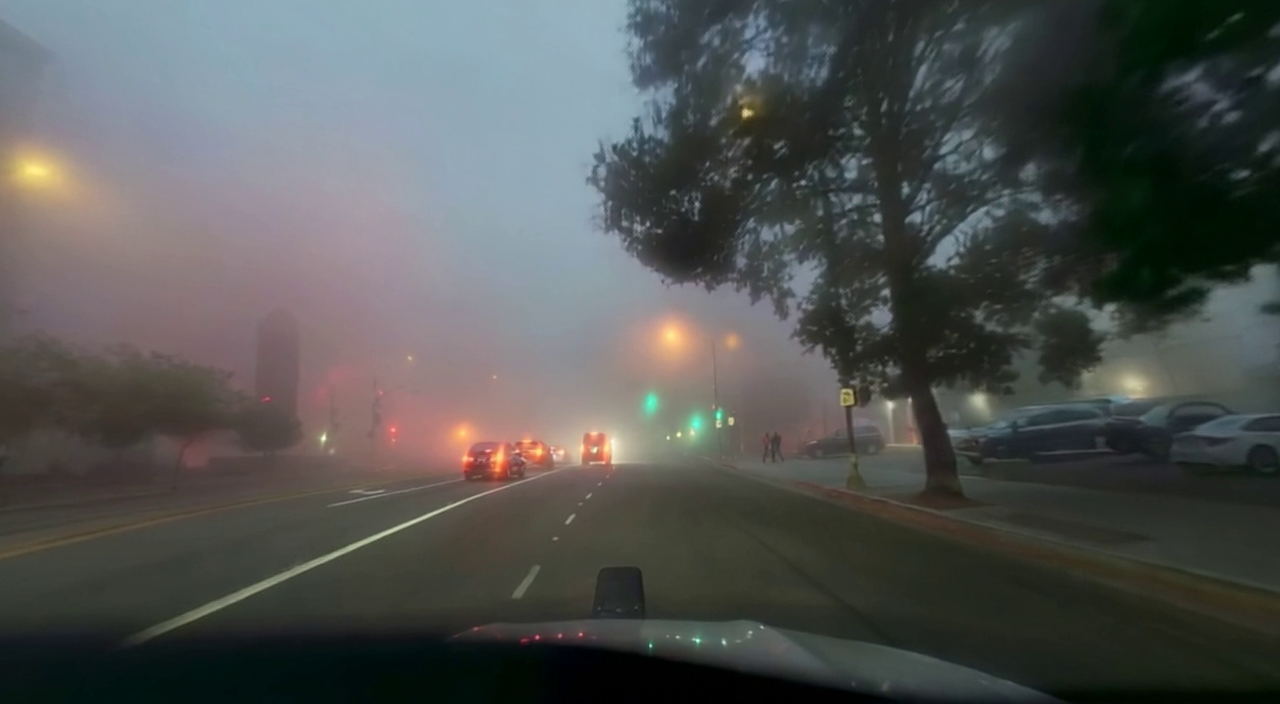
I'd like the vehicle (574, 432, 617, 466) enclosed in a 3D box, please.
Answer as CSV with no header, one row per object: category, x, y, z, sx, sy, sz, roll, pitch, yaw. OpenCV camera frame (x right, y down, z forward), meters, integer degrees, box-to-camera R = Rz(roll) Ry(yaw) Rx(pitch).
vehicle,-2.898,6.538,42.798,2.496,2.155,5.468,0,-8,0

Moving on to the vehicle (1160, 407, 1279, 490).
vehicle,14.765,2.053,13.944,4.562,1.648,2.028,-3,-9,3

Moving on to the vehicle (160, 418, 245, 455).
vehicle,-25.482,4.932,36.873,3.572,2.012,1.872,-1,-8,3

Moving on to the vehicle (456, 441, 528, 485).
vehicle,-5.673,4.271,24.679,1.889,1.572,3.599,0,-8,0
